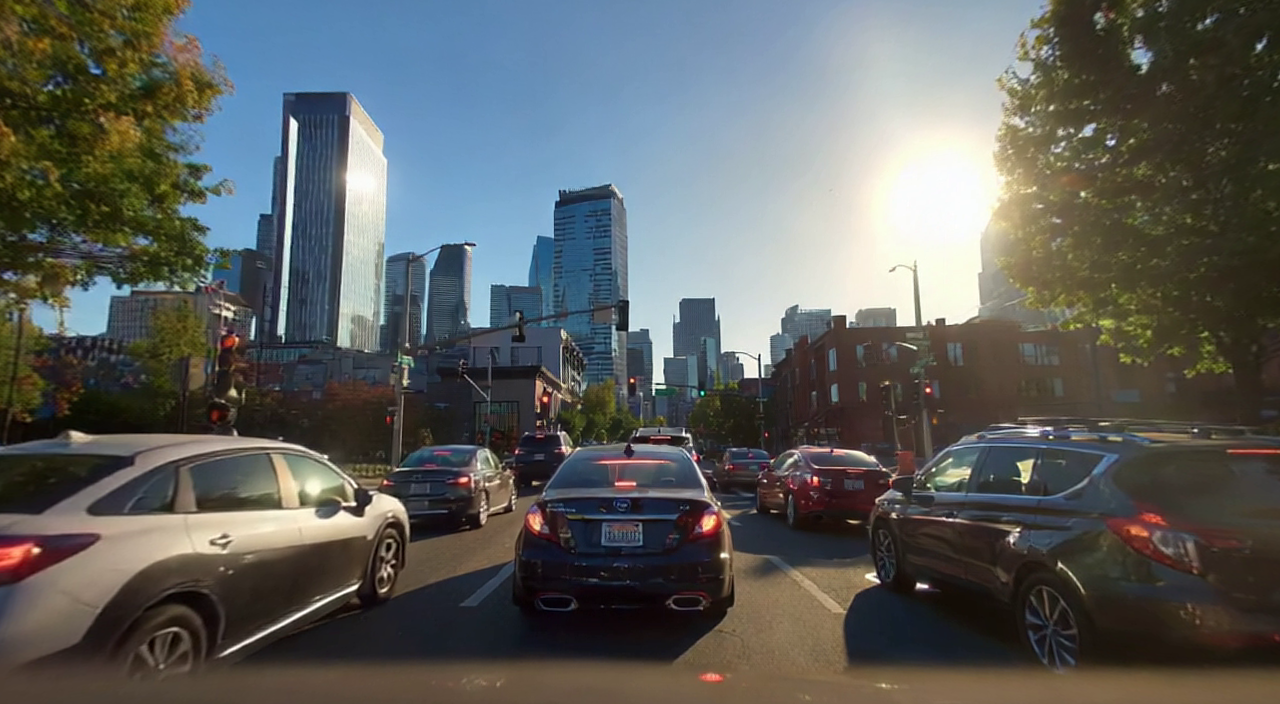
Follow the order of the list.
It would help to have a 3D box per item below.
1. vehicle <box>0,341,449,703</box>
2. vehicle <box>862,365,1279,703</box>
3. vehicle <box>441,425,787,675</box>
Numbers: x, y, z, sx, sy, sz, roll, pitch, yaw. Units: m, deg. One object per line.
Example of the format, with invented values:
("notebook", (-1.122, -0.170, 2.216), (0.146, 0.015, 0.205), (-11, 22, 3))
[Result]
("vehicle", (-3.133, 1.150, 4.288), (2.181, 1.723, 4.550), (0, -8, 1))
("vehicle", (3.339, 1.154, 4.164), (2.179, 1.631, 4.173), (0, -8, 0))
("vehicle", (-0.155, 1.450, 5.672), (2.031, 1.461, 3.763), (0, -8, 0))
